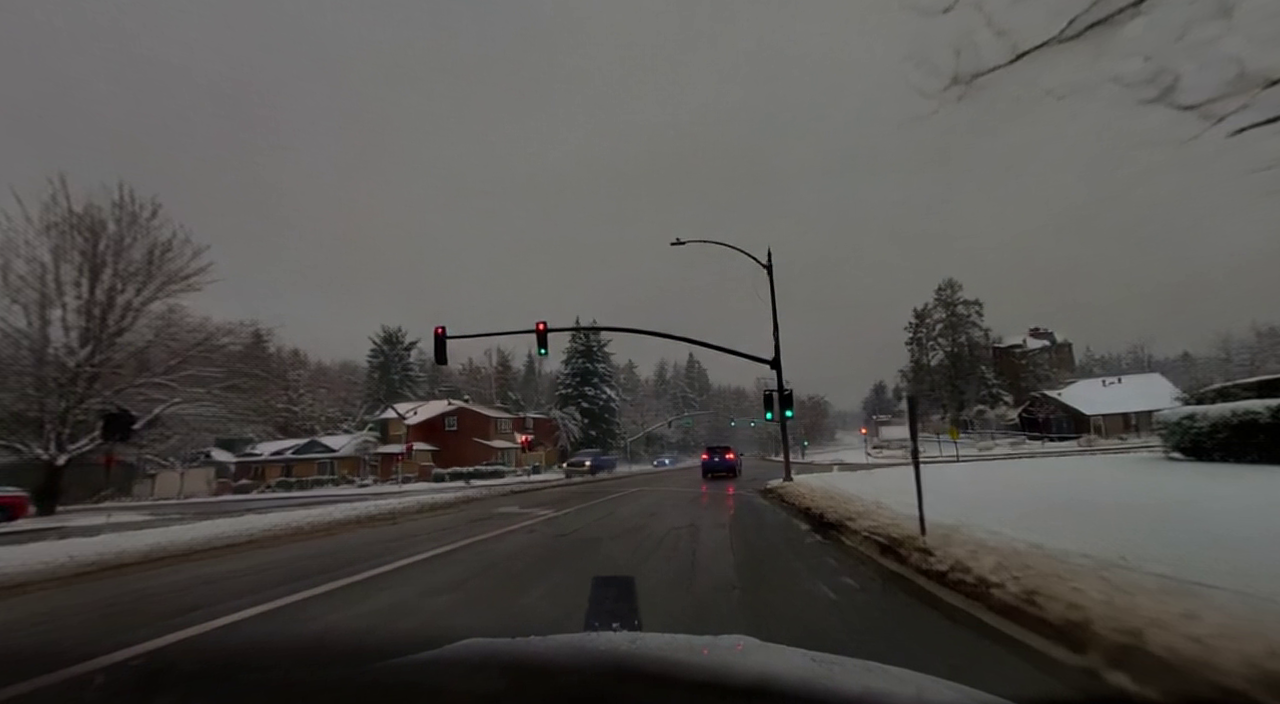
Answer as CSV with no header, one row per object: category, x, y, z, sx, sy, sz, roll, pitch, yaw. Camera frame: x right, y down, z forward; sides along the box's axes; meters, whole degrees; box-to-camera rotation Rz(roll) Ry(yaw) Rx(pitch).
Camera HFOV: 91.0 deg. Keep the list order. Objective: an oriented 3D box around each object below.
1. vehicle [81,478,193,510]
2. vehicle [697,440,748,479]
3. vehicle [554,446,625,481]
vehicle,-31.096,8.769,39.056,4.697,1.691,2.486,1,-9,-5
vehicle,4.441,5.613,33.225,2.059,1.908,4.714,-2,-9,14
vehicle,-3.156,7.245,41.489,2.369,2.041,6.995,-3,-9,16
